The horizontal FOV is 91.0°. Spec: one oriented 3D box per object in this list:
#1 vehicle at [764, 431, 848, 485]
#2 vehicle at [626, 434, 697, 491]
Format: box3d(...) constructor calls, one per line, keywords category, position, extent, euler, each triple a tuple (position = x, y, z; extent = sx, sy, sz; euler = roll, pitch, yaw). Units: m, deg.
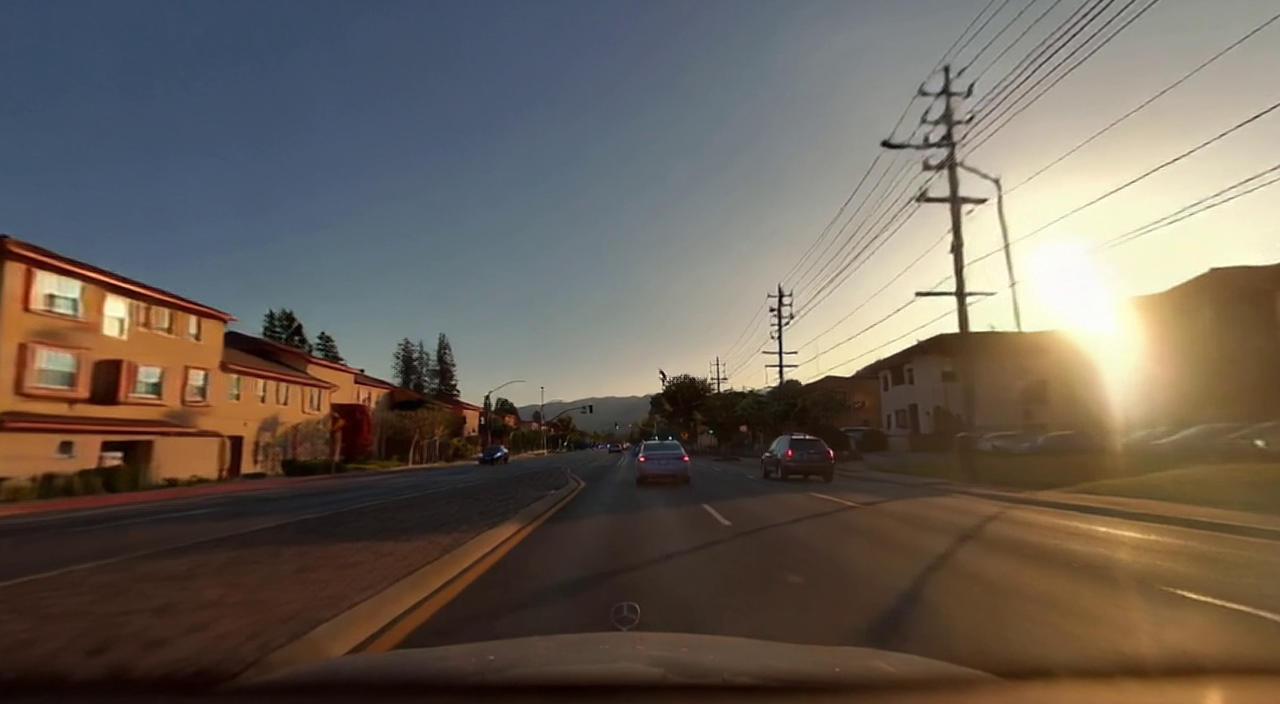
box3d(category="vehicle", position=(6.314, 4.107, 24.493), extent=(2.061, 1.889, 4.268), euler=(0, -9, 0))
box3d(category="vehicle", position=(0.645, 3.672, 21.204), extent=(2.138, 1.702, 4.168), euler=(0, -9, 0))
